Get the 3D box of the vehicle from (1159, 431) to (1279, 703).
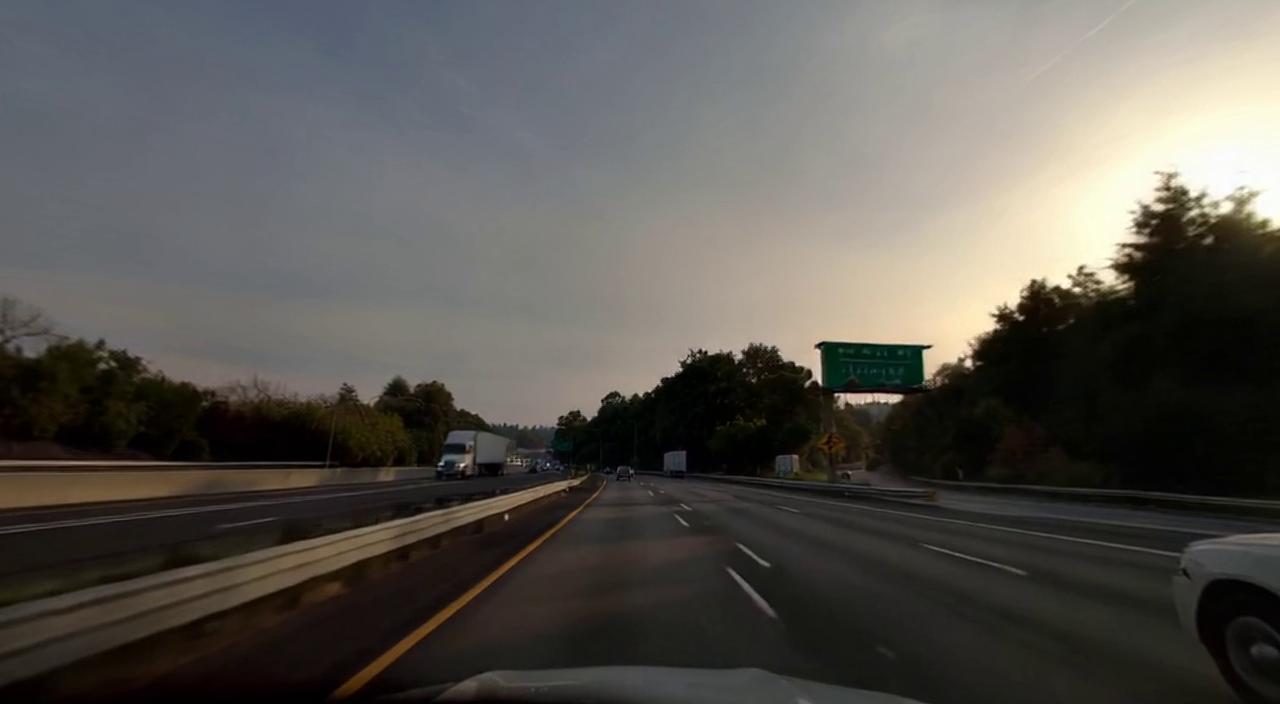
[{"bbox_3d":[4.025,0.837,1.265,1.965,1.502,4.599,1,-10,-1],"label":"vehicle"}]
